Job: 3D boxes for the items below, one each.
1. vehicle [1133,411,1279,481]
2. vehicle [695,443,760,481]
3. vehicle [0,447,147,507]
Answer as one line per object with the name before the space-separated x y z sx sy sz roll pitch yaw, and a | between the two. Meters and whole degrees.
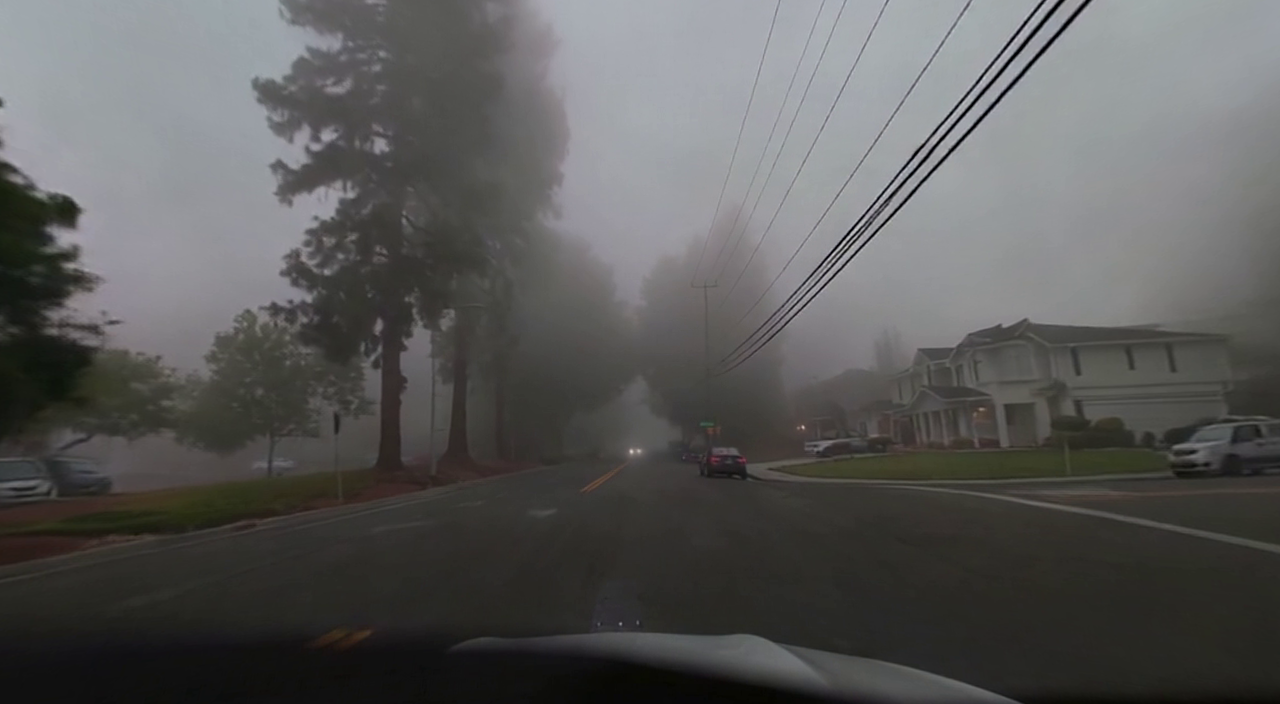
vehicle | 15.777 2.443 16.539 4.058 1.697 1.943 0 -8 -1
vehicle | 3.522 4.537 26.372 1.990 1.435 4.526 0 -8 -1
vehicle | -18.719 3.881 19.947 4.620 1.739 2.040 5 -10 -30
